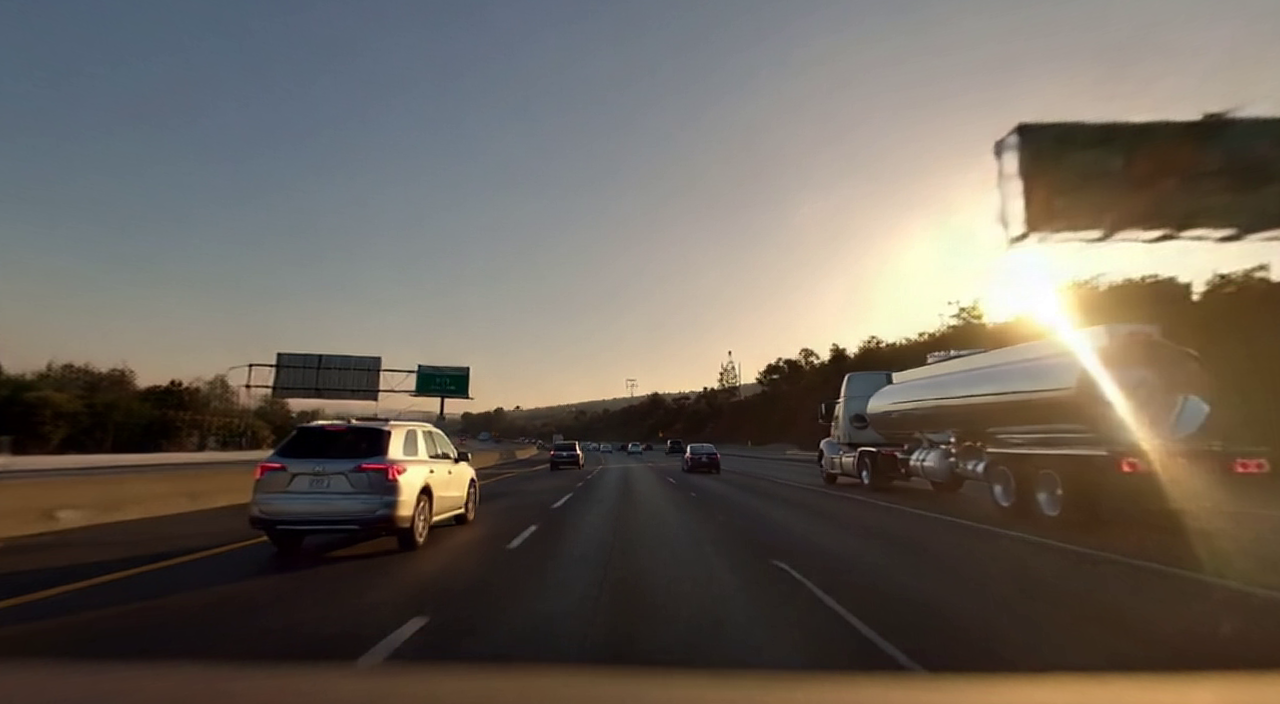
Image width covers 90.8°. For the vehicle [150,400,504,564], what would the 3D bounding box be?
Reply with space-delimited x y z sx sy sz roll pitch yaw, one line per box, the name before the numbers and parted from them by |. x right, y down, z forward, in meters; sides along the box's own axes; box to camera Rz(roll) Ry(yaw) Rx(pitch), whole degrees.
vehicle | -4.167 1.902 10.102 2.684 1.839 5.803 0 -9 0

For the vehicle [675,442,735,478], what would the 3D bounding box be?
vehicle | 2.877 4.888 28.895 2.053 1.510 4.400 0 -9 -3

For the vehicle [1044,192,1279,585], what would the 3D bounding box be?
vehicle | 7.622 0.053 3.891 3.554 3.573 10.307 0 -9 1

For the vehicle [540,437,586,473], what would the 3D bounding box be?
vehicle | -4.198 5.711 35.139 2.149 1.843 4.348 0 -9 -2
